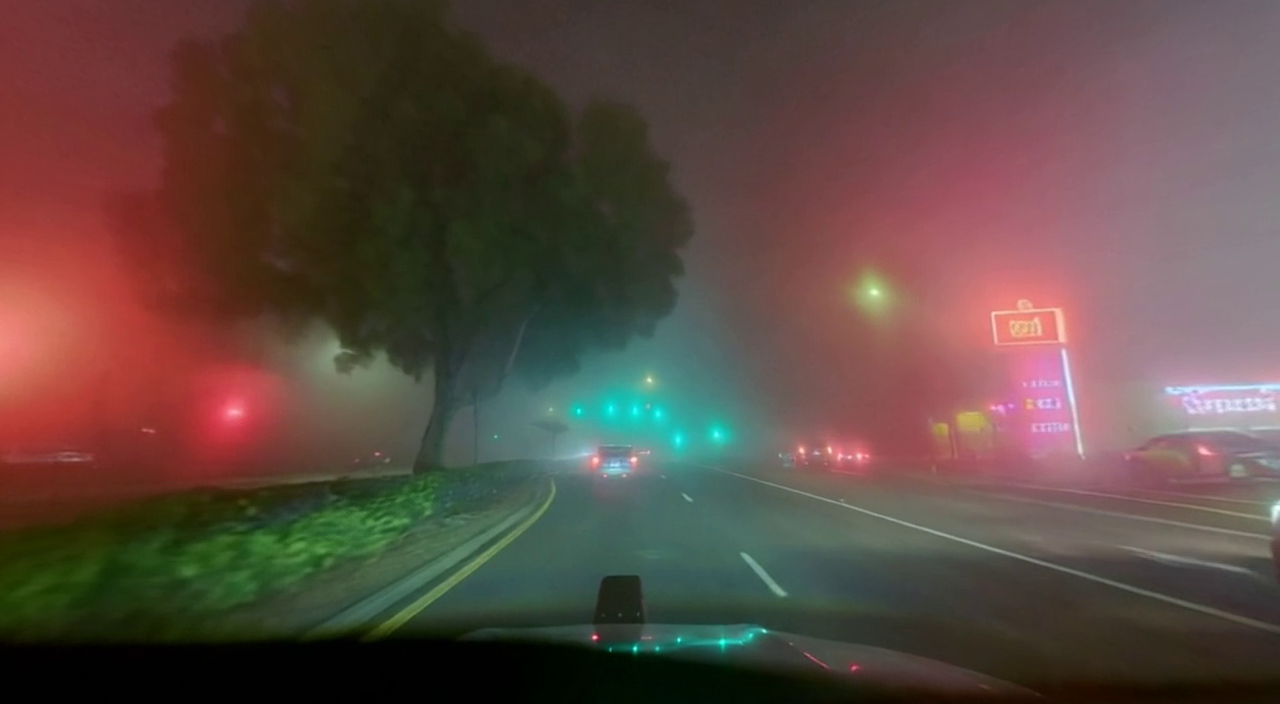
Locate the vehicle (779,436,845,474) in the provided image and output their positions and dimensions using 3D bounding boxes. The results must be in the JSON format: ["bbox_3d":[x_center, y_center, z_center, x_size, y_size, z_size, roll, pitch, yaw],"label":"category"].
[{"bbox_3d":[10.198,6.175,38.073,2.266,2.118,5.742,0,-9,-1],"label":"vehicle"}]

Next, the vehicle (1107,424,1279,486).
[{"bbox_3d":[18.801,3.361,20.873,2.253,1.771,5.722,0,-9,-2],"label":"vehicle"}]

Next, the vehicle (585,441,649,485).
[{"bbox_3d":[-0.897,4.093,23.616,2.185,1.473,3.925,0,-9,-3],"label":"vehicle"}]

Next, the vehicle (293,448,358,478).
[{"bbox_3d":[-19.399,6.859,39.249,1.905,1.698,4.408,0,-9,-3],"label":"vehicle"}]

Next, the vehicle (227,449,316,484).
[{"bbox_3d":[-19.187,5.953,33.145,1.896,1.620,4.542,-2,-8,1],"label":"vehicle"}]

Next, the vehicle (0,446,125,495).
[{"bbox_3d":[-24.220,4.786,26.007,1.985,1.821,4.774,0,-9,-1],"label":"vehicle"}]

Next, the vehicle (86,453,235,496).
[{"bbox_3d":[-19.322,4.929,25.852,2.083,1.481,5.103,0,-9,0],"label":"vehicle"}]

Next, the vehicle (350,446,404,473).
[{"bbox_3d":[-19.112,7.818,46.187,2.027,1.831,4.644,0,-9,-1],"label":"vehicle"}]

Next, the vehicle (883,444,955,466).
[{"bbox_3d":[19.417,7.157,43.976,4.212,1.436,1.919,-6,-10,34],"label":"vehicle"}]
